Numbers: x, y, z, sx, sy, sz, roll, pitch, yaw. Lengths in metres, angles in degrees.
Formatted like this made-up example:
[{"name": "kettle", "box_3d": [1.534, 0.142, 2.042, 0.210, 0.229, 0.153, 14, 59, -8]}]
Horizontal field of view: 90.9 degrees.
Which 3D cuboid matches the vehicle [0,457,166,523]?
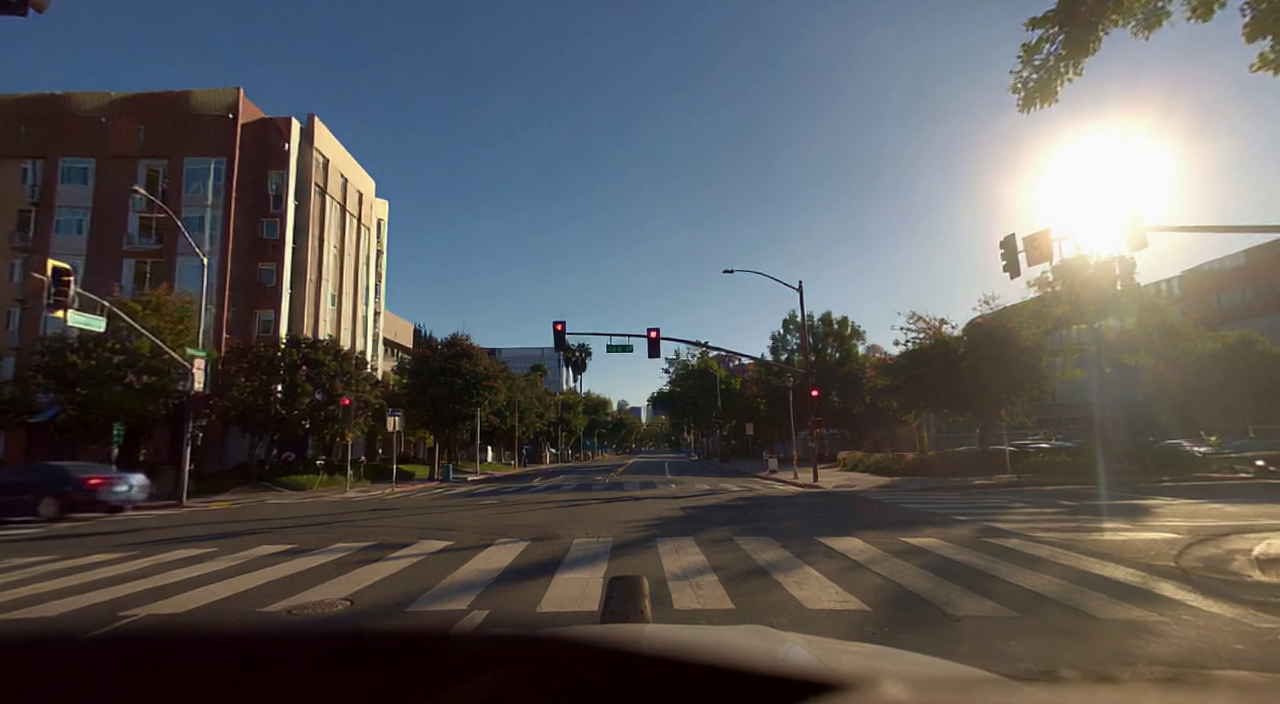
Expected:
[{"name": "vehicle", "box_3d": [-15.246, 3.459, 15.993, 4.847, 1.484, 1.926, 0, -8, 1]}]
